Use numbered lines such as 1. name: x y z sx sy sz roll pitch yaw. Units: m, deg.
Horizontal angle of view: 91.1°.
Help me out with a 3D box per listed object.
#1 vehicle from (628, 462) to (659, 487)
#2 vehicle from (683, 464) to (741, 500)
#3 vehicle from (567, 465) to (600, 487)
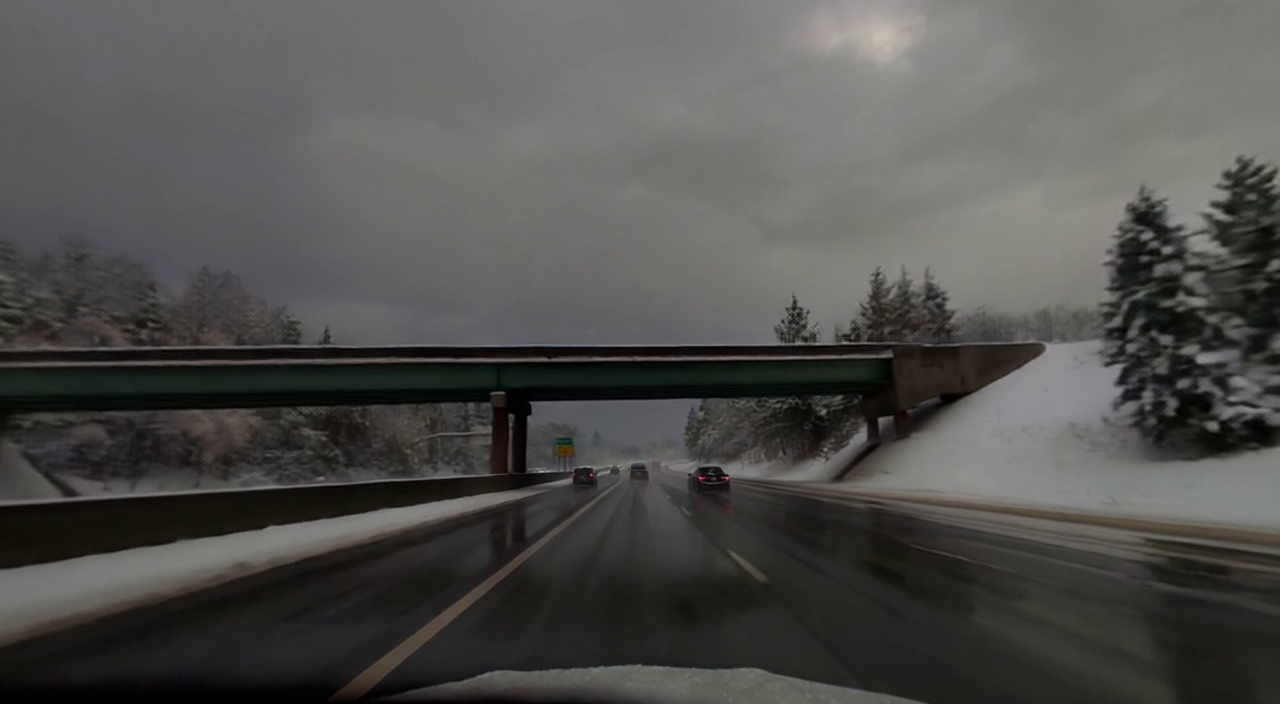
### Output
1. vehicle: 0.227 9.148 46.955 2.181 1.698 4.056 1 -10 0
2. vehicle: 3.288 6.050 29.553 2.092 1.518 4.348 1 -10 -2
3. vehicle: -3.980 8.808 44.724 1.975 1.486 3.903 1 -10 0
